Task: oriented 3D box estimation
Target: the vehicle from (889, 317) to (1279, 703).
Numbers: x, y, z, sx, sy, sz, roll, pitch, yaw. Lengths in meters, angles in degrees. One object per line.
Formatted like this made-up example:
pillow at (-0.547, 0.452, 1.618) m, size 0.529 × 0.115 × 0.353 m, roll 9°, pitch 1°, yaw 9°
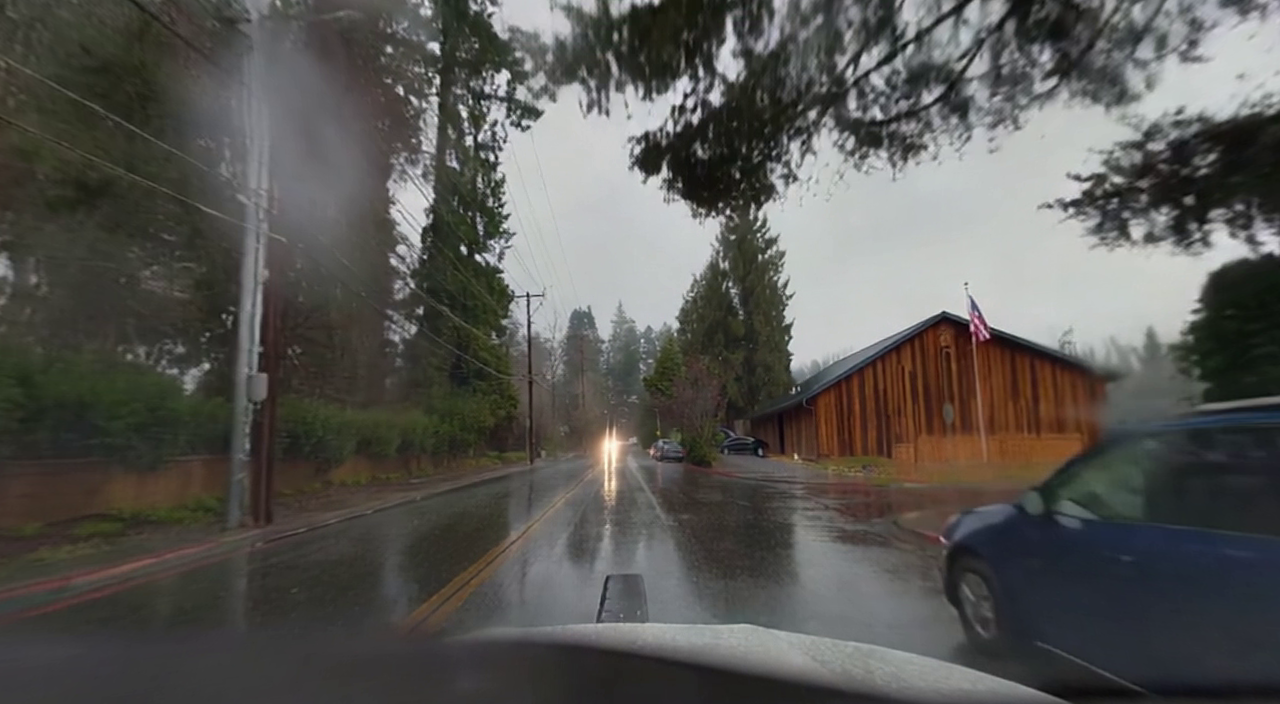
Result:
vehicle at (3.306, 0.888, 2.946) m, size 2.203 × 1.787 × 4.704 m, roll 0°, pitch -8°, yaw -2°
